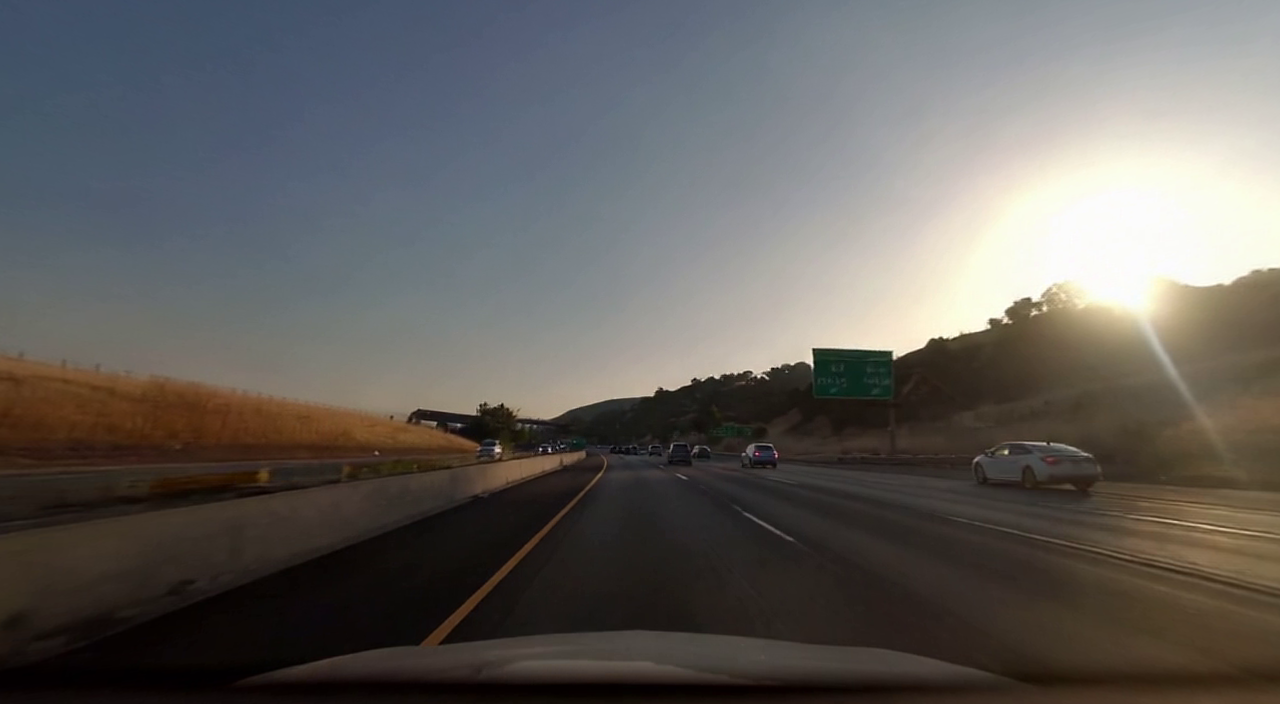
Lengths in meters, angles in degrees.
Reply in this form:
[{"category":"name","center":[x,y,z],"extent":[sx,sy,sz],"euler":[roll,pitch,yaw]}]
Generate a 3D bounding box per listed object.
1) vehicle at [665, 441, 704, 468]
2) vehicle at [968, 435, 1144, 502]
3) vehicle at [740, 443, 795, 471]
[{"category":"vehicle","center":[2.772,6.516,40.464],"extent":[1.977,1.601,4.598],"euler":[0,-9,-2]},{"category":"vehicle","center":[10.941,3.062,17.057],"extent":[1.844,1.560,4.085],"euler":[0,-9,-1]},{"category":"vehicle","center":[6.926,5.747,34.737],"extent":[1.952,1.442,4.259],"euler":[0,-9,-2]}]
